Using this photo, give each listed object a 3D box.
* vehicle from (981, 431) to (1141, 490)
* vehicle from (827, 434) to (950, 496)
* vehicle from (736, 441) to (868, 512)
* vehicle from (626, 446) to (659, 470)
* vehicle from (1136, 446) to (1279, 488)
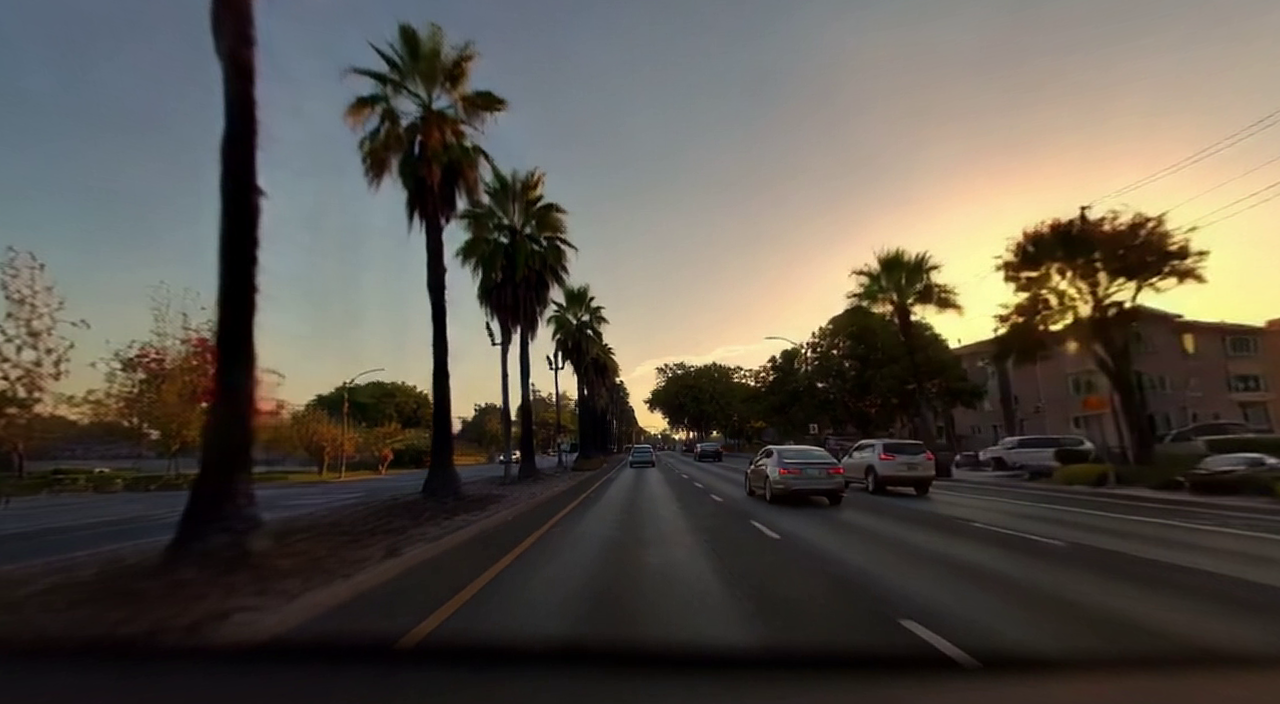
[{"bbox_3d":[15.185,3.935,23.267,2.267,1.881,5.087,0,-9,-1],"label":"vehicle"},{"bbox_3d":[7.355,3.369,19.241,1.916,1.646,4.258,0,-9,-1],"label":"vehicle"},{"bbox_3d":[3.694,2.911,15.325,1.875,1.452,4.453,0,-9,-2],"label":"vehicle"},{"bbox_3d":[0.140,6.872,41.268,2.031,1.444,4.361,0,-8,-1],"label":"vehicle"},{"bbox_3d":[21.684,4.314,24.132,1.854,1.411,4.490,0,-9,0],"label":"vehicle"}]
